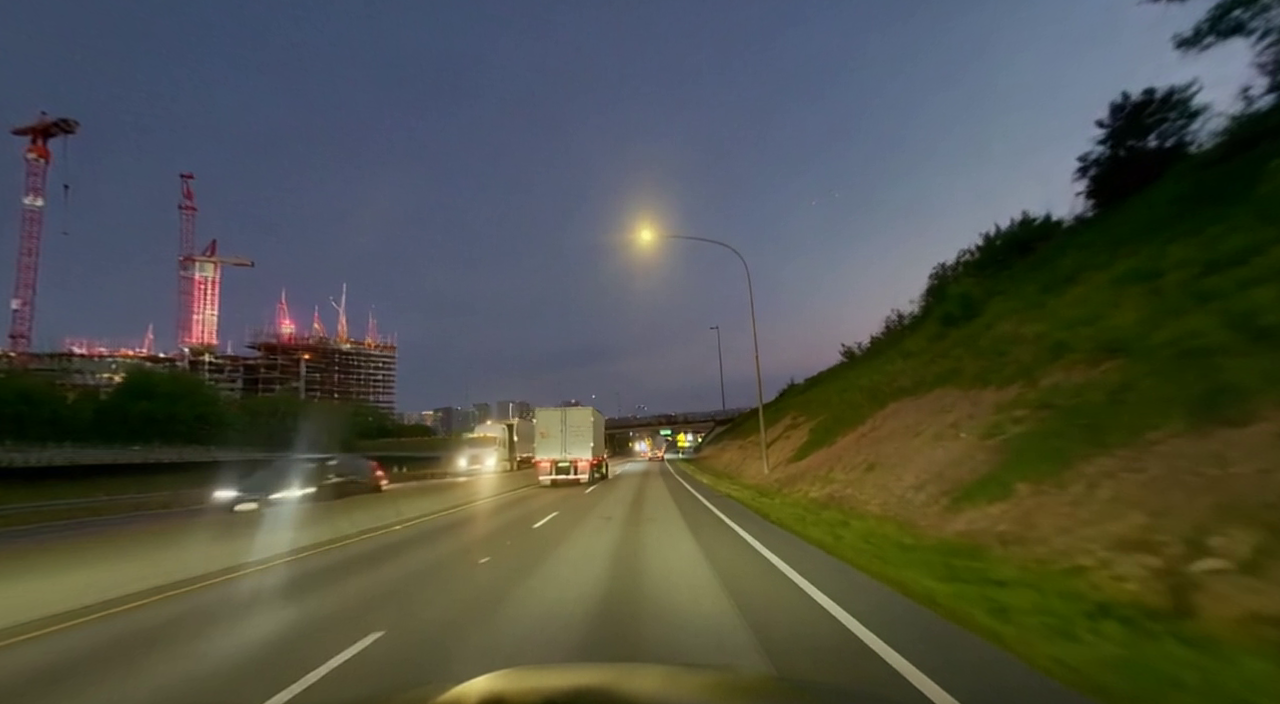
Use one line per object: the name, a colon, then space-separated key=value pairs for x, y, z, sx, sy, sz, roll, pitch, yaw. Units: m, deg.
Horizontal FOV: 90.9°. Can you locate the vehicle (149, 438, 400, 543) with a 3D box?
vehicle: x=-6.481 y=2.491 z=11.919 sx=2.136 sy=1.596 sz=4.195 roll=0 pitch=-9 yaw=1

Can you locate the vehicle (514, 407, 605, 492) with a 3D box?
vehicle: x=-2.813 y=3.723 z=23.995 sx=2.565 sy=2.771 sz=6.641 roll=0 pitch=-9 yaw=0
